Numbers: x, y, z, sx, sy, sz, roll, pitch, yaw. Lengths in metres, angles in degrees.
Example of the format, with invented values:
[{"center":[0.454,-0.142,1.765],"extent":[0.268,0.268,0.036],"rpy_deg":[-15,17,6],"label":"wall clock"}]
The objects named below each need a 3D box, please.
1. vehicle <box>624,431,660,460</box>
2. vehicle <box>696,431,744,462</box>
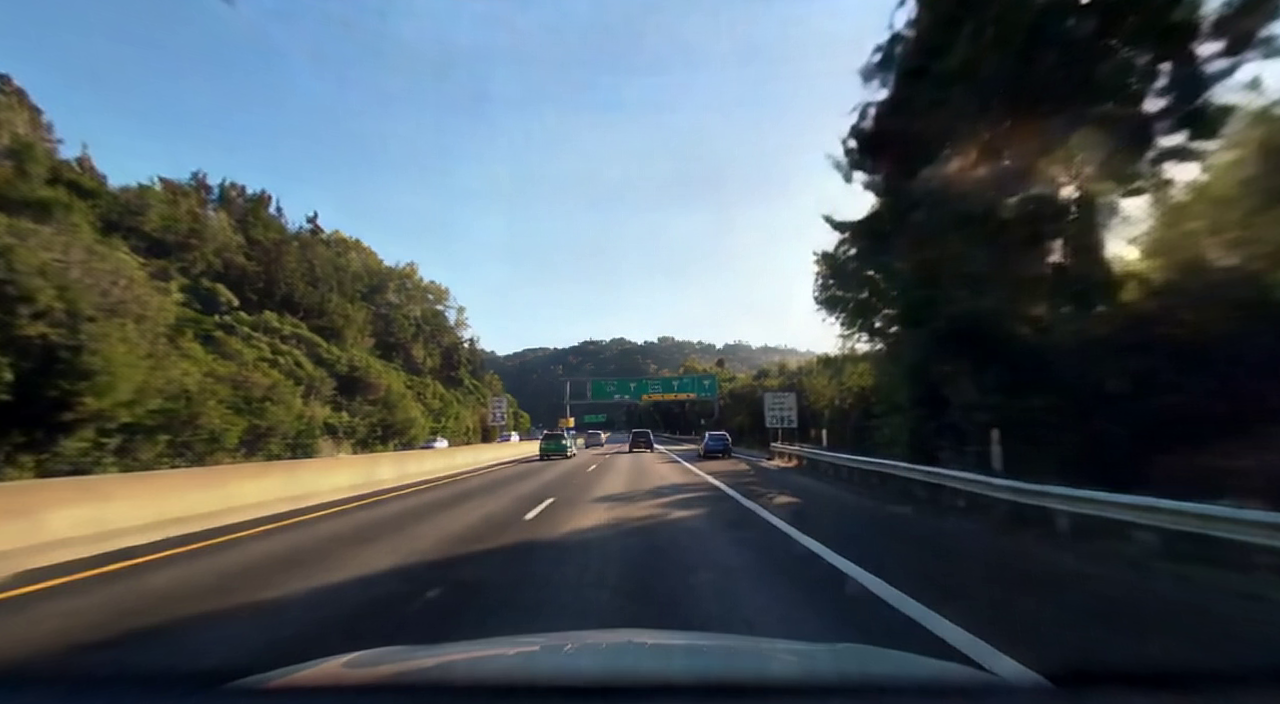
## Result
[{"center":[0.083,5.081,34.493],"extent":[1.869,1.466,3.356],"rpy_deg":[0,-8,-1],"label":"vehicle"},{"center":[3.989,4.757,31.926],"extent":[1.841,1.491,3.869],"rpy_deg":[0,-8,-2],"label":"vehicle"}]
